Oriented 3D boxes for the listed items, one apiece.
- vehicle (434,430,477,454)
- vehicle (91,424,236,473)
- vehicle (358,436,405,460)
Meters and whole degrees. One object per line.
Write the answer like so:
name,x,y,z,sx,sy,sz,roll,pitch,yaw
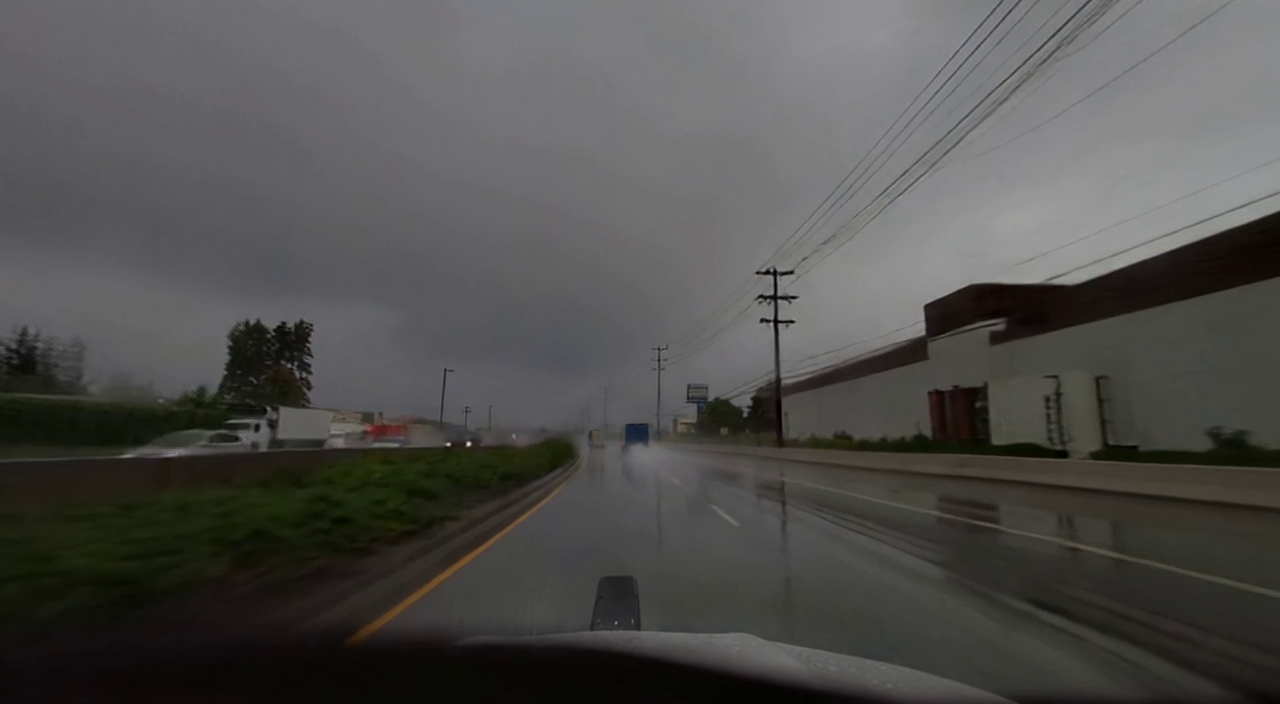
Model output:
vehicle,-13.345,6.538,45.695,2.009,1.574,4.419,0,-8,-3
vehicle,-15.698,3.202,21.045,1.738,1.465,3.999,-1,-8,-1
vehicle,-16.890,6.271,41.305,1.680,1.485,3.530,0,-8,-3
